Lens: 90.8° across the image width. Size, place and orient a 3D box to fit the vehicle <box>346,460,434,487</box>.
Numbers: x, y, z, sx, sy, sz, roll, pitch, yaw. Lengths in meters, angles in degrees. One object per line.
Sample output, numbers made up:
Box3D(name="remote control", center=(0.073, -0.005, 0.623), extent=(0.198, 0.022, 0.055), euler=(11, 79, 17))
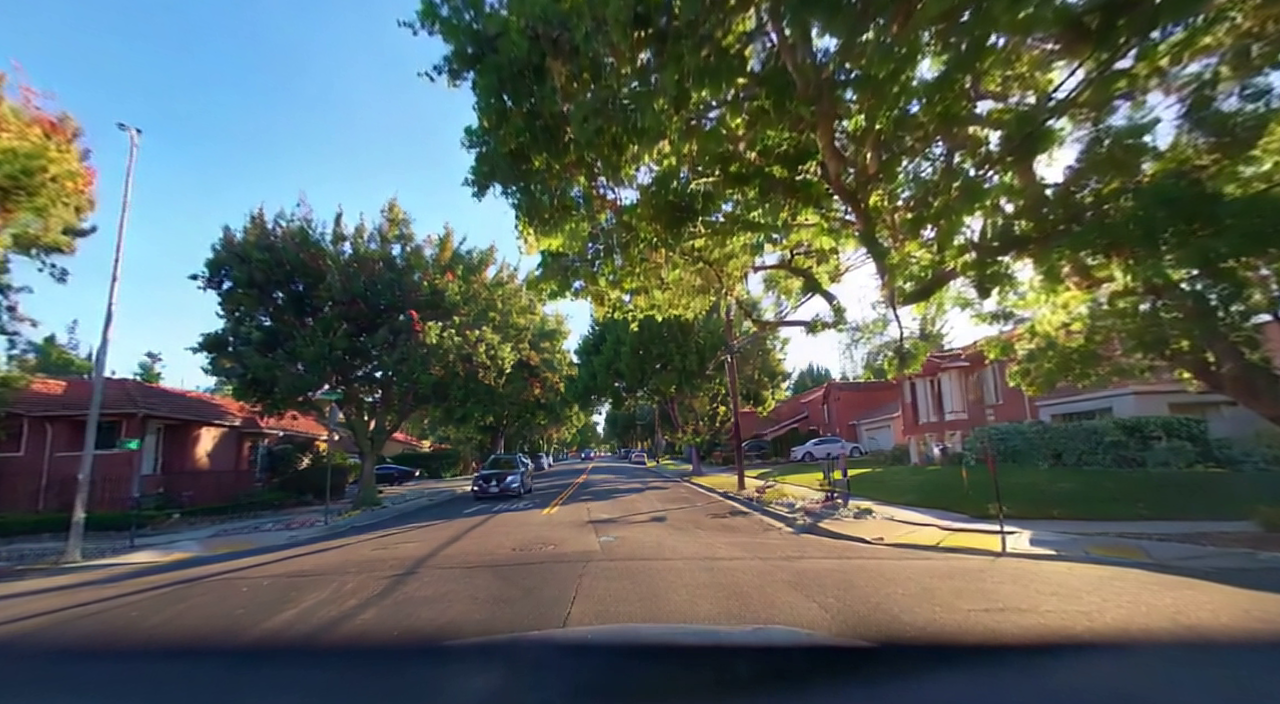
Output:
Box3D(name="vehicle", center=(-14.920, 7.258, 37.748), extent=(4.487, 1.464, 1.889), euler=(-3, -11, 8))

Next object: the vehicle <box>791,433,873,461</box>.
Box3D(name="vehicle", center=(11.407, 5.672, 37.837), extent=(4.389, 1.480, 2.038), euler=(-2, -6, 8))

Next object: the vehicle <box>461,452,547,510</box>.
Box3D(name="vehicle", center=(-4.505, 4.326, 21.642), extent=(1.973, 1.683, 4.400), euler=(0, -8, 0))
